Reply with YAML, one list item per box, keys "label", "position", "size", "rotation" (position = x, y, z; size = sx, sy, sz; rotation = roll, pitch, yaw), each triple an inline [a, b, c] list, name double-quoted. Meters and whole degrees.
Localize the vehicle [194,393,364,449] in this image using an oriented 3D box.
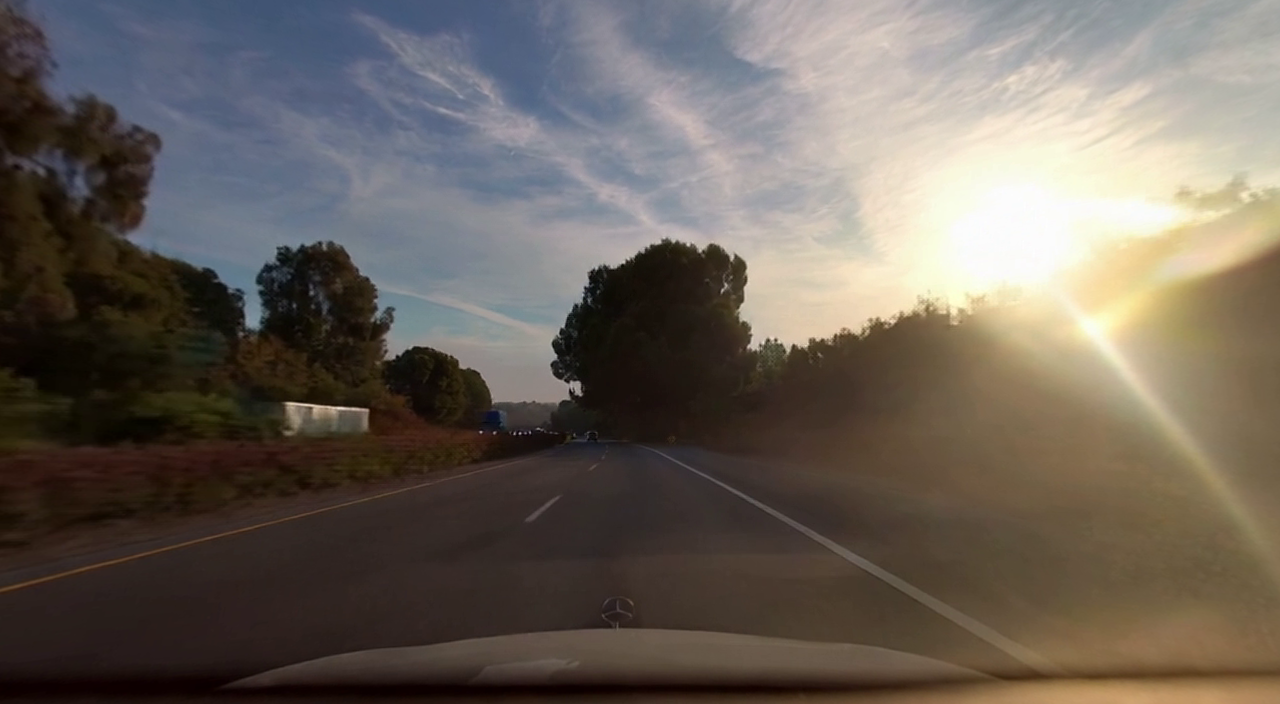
- label: "vehicle"
  position: [-17.510, 3.558, 31.560]
  size: [3.237, 2.392, 9.149]
  rotation: [0, -8, -1]
